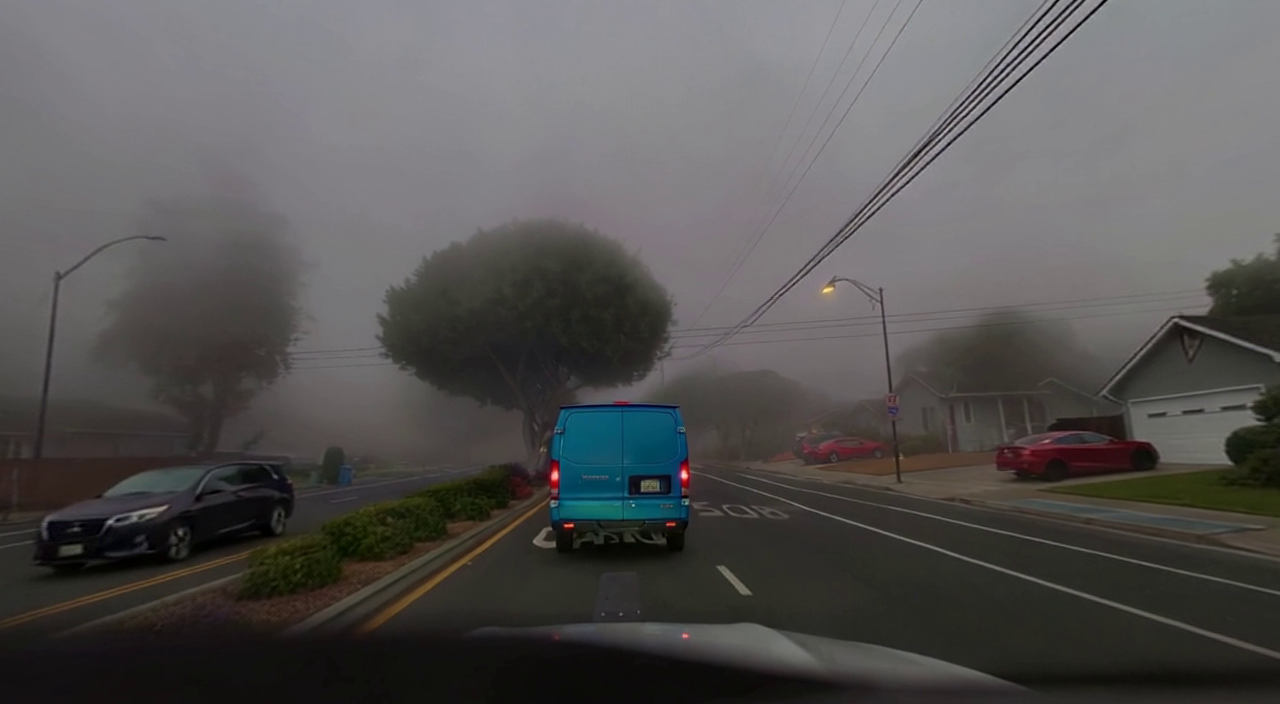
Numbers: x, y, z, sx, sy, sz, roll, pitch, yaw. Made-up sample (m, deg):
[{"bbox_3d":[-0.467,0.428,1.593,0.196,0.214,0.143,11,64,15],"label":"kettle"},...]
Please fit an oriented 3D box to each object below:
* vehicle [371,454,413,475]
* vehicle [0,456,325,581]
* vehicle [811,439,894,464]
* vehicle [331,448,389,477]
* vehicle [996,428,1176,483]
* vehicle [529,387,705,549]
[{"bbox_3d":[-18.140,8.251,46.364,1.633,1.398,3.729,0,-9,-1],"label":"vehicle"},{"bbox_3d":[-7.222,2.484,10.284,1.962,1.481,4.434,0,-9,-1],"label":"vehicle"},{"bbox_3d":[13.091,6.166,39.088,4.483,1.463,1.805,0,-9,-1],"label":"vehicle"},{"bbox_3d":[-18.055,7.100,40.950,1.841,1.769,4.105,0,-9,-1],"label":"vehicle"},{"bbox_3d":[13.143,3.063,18.814,3.916,1.517,1.887,0,-9,-2],"label":"vehicle"},{"bbox_3d":[-0.329,1.913,10.923,2.342,2.142,4.809,0,-9,-1],"label":"vehicle"}]
